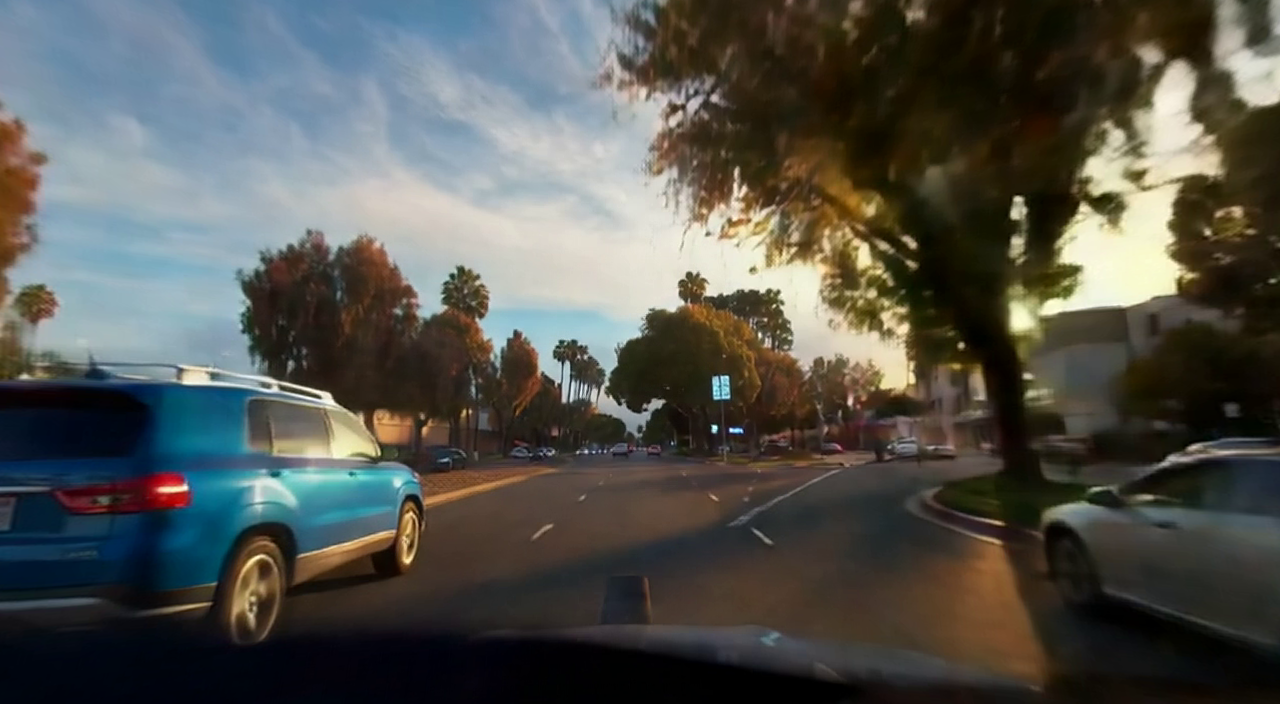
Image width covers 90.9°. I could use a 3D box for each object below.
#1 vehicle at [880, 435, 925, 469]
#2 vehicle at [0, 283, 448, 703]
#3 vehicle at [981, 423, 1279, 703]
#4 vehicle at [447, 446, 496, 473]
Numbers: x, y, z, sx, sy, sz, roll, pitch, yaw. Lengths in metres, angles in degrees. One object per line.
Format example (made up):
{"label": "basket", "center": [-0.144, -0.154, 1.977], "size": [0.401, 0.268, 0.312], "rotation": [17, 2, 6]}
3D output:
{"label": "vehicle", "center": [15.121, 5.771, 36.508], "size": [2.180, 1.808, 4.462], "rotation": [-3, -9, 20]}
{"label": "vehicle", "center": [-3.300, 1.006, 4.926], "size": [2.152, 1.987, 4.527], "rotation": [0, -8, 0]}
{"label": "vehicle", "center": [4.072, 1.167, 3.627], "size": [1.978, 1.455, 4.582], "rotation": [-1, -8, 5]}
{"label": "vehicle", "center": [-10.179, 6.498, 38.389], "size": [1.846, 1.499, 4.101], "rotation": [0, -8, 0]}
